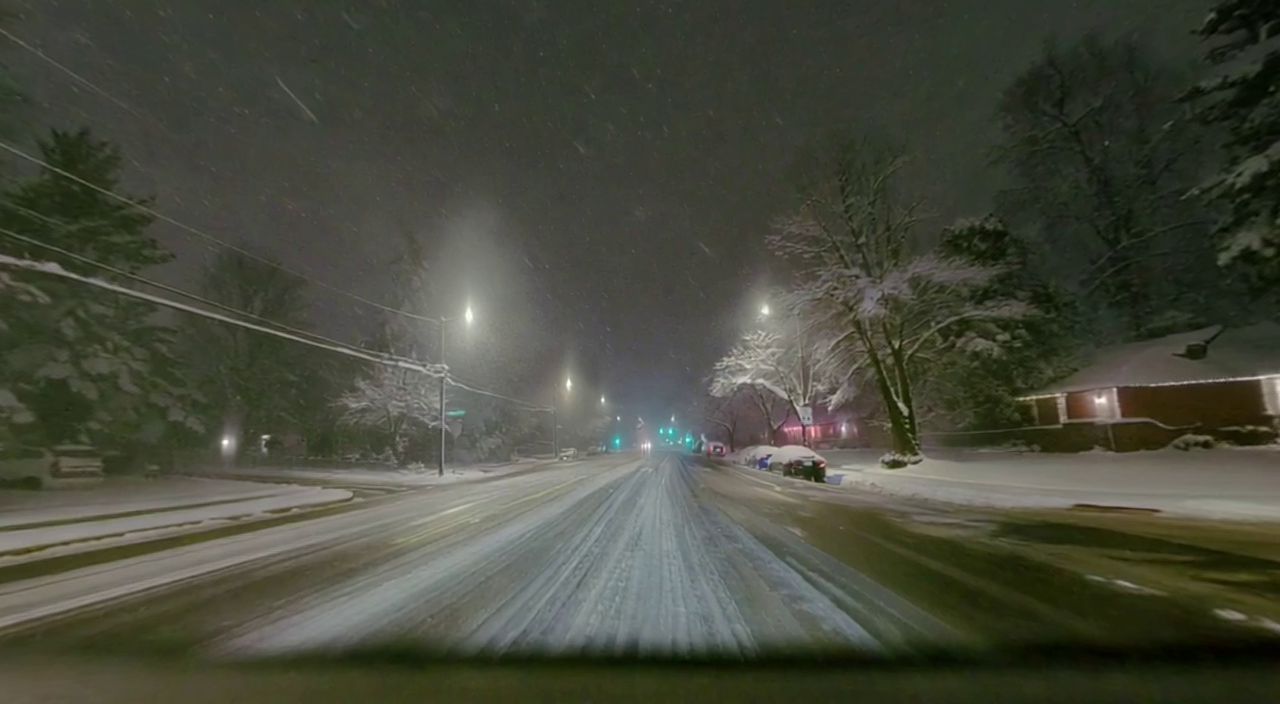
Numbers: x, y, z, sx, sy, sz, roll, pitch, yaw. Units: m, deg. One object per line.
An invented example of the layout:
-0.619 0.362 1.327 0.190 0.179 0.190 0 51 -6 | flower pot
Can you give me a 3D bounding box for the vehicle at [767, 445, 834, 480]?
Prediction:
7.256 5.022 29.067 1.940 1.481 4.650 0 -9 1 | vehicle
